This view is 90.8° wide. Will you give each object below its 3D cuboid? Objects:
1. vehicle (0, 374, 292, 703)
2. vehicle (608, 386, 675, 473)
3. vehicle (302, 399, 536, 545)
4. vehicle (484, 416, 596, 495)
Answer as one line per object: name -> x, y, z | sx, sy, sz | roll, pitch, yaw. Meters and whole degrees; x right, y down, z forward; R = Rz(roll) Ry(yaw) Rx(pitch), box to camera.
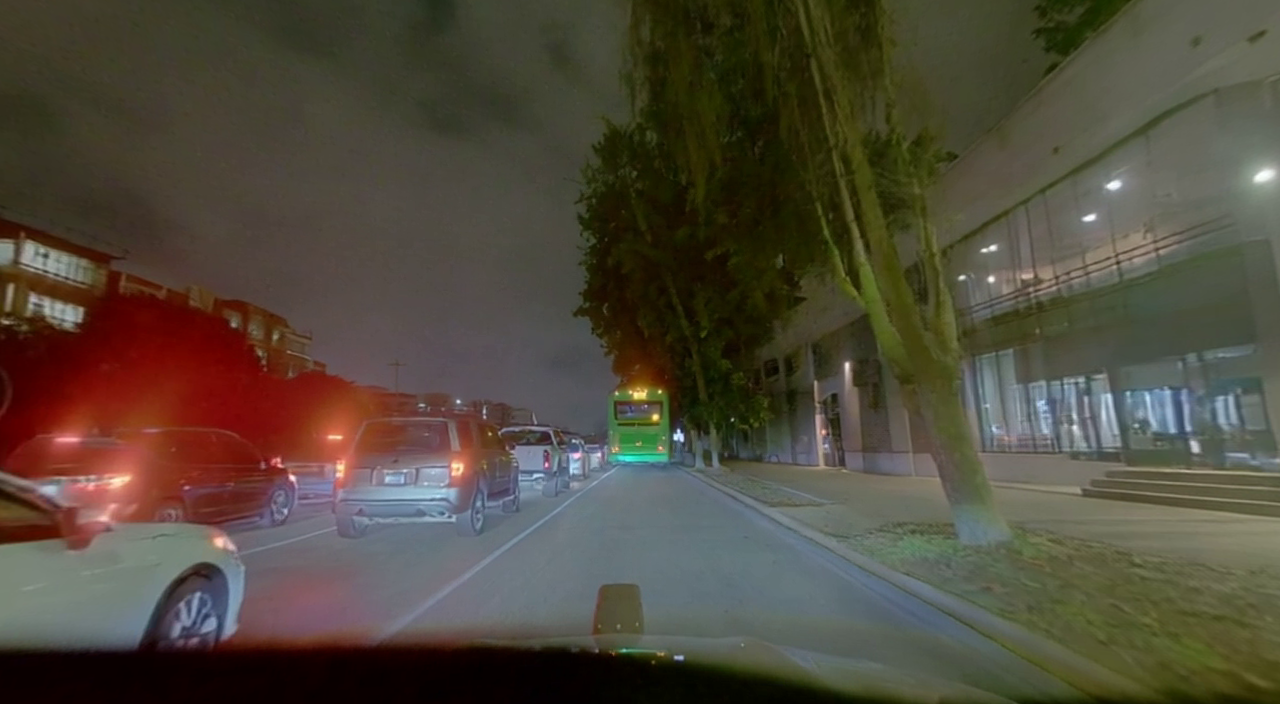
vehicle -> -3.303, 0.805, 1.789 | 2.042, 1.571, 4.475 | 0, -9, 1
vehicle -> 0.083, 4.339, 34.235 | 2.970, 3.857, 12.200 | 0, -9, 0
vehicle -> -3.298, 1.954, 10.819 | 2.095, 1.892, 5.043 | 0, -9, 1
vehicle -> -2.940, 3.279, 20.243 | 2.546, 2.125, 5.869 | 0, -9, 1
